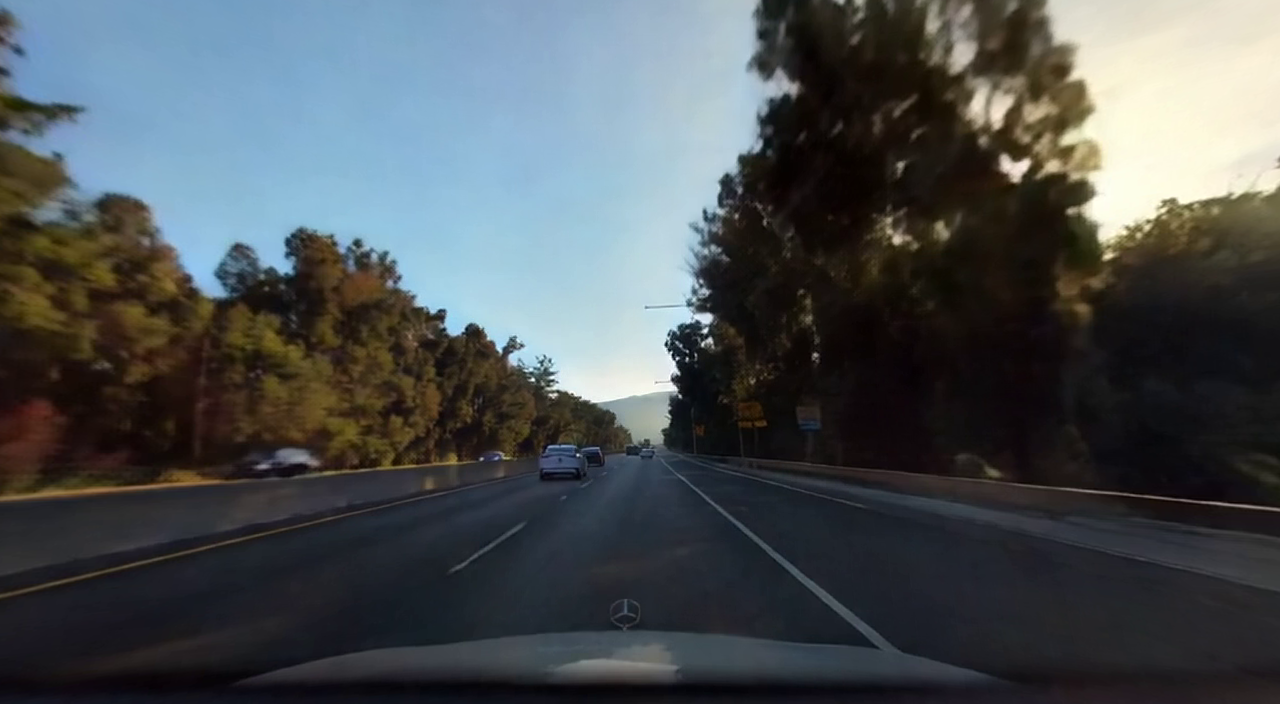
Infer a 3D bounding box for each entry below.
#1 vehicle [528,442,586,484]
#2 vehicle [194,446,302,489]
[{"bbox_3d":[-3.383,4.615,26.465,1.846,1.600,4.108,0,-9,1],"label":"vehicle"},{"bbox_3d":[-17.095,5.037,27.808,2.020,1.743,4.226,0,-9,0],"label":"vehicle"}]
